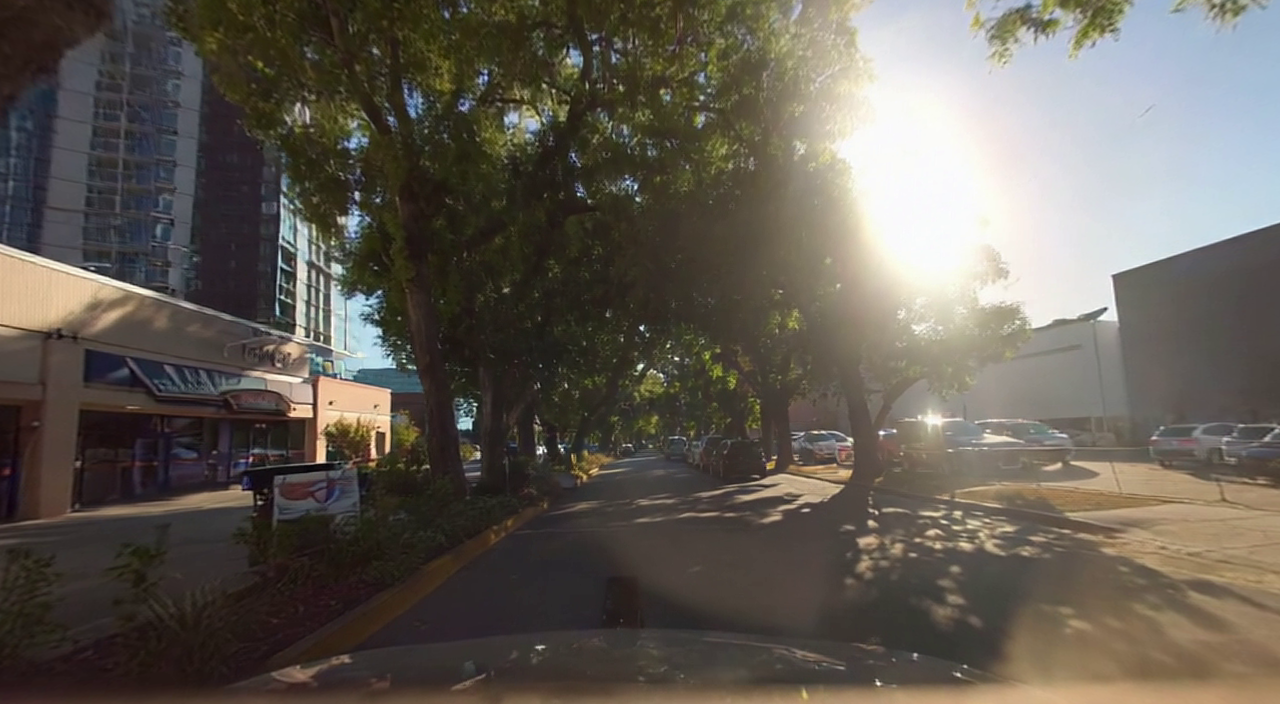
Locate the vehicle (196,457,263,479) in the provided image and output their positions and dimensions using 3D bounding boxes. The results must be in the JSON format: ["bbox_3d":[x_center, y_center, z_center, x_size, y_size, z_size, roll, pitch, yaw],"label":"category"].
[{"bbox_3d":[-29.402,8.309,45.458,1.849,1.444,4.533,0,-9,-2],"label":"vehicle"}]

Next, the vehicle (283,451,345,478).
[{"bbox_3d":[-20.903,7.211,40.662,1.880,1.617,3.870,0,-8,0],"label":"vehicle"}]

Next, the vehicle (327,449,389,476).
[{"bbox_3d":[-17.900,7.025,40.324,1.850,1.531,4.256,0,-8,2],"label":"vehicle"}]

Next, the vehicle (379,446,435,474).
[{"bbox_3d":[-15.057,6.954,41.062,1.888,1.657,4.138,-1,-8,3],"label":"vehicle"}]

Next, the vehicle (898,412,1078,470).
[{"bbox_3d":[13.194,3.407,24.210,5.540,2.045,2.259,0,-8,-3],"label":"vehicle"}]

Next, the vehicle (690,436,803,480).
[{"bbox_3d":[4.546,4.459,26.885,4.626,1.723,1.939,5,-10,-33],"label":"vehicle"}]

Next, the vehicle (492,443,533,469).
[{"bbox_3d":[-8.584,7.025,42.886,1.993,1.640,4.457,0,-8,-2],"label":"vehicle"}]

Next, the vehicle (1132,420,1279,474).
[{"bbox_3d":[25.110,4.107,27.528,5.596,2.168,2.307,2,-7,-5],"label":"vehicle"}]
